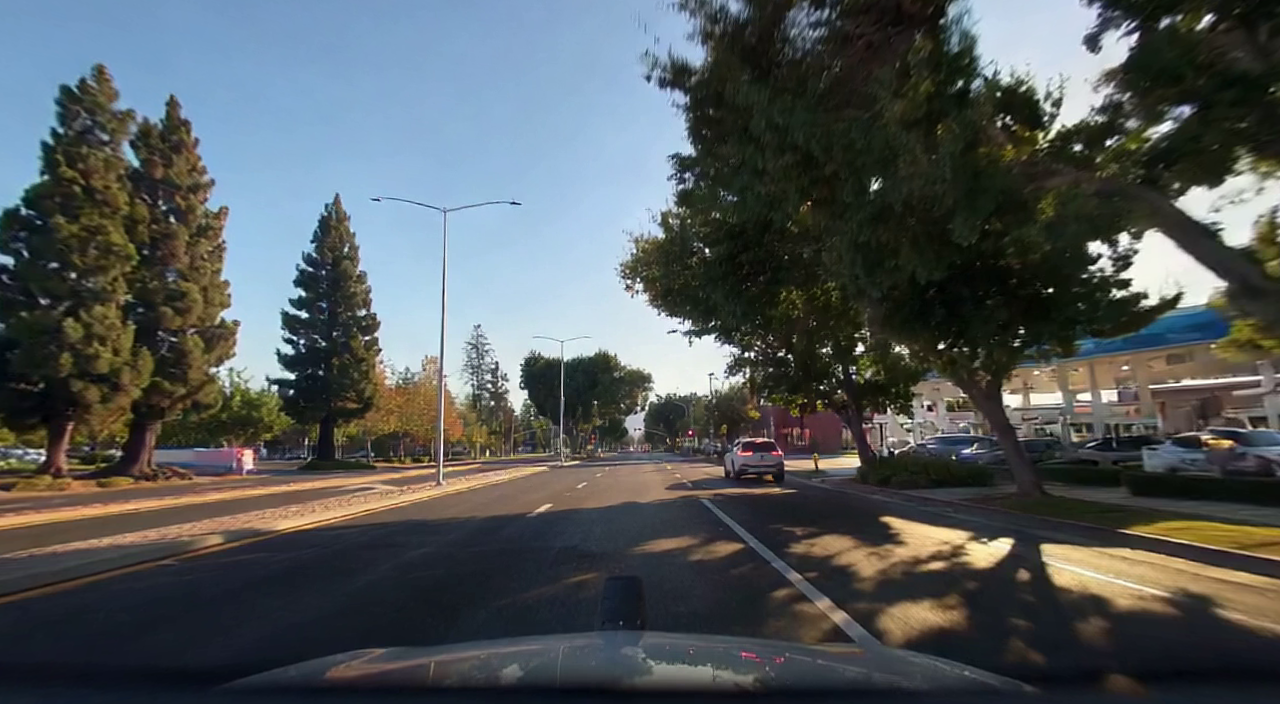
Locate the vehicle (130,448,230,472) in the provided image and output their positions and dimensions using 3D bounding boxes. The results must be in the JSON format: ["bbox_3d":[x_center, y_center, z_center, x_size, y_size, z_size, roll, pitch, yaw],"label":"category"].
[{"bbox_3d":[-32.961,7.739,45.392,5.406,1.627,2.177,0,-8,-1],"label":"vehicle"}]

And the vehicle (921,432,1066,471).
[{"bbox_3d":[16.729,4.751,30.154,5.536,1.705,2.122,-1,-9,1],"label":"vehicle"}]

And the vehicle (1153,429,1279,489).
[{"bbox_3d":[16.386,2.856,16.975,3.459,1.501,1.974,0,-8,-1],"label":"vehicle"}]

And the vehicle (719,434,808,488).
[{"bbox_3d":[4.632,4.167,24.614,2.245,1.864,5.076,0,-8,-2],"label":"vehicle"}]

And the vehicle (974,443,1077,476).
[{"bbox_3d":[16.687,4.670,27.451,3.269,1.315,1.731,0,-10,-3],"label":"vehicle"}]
